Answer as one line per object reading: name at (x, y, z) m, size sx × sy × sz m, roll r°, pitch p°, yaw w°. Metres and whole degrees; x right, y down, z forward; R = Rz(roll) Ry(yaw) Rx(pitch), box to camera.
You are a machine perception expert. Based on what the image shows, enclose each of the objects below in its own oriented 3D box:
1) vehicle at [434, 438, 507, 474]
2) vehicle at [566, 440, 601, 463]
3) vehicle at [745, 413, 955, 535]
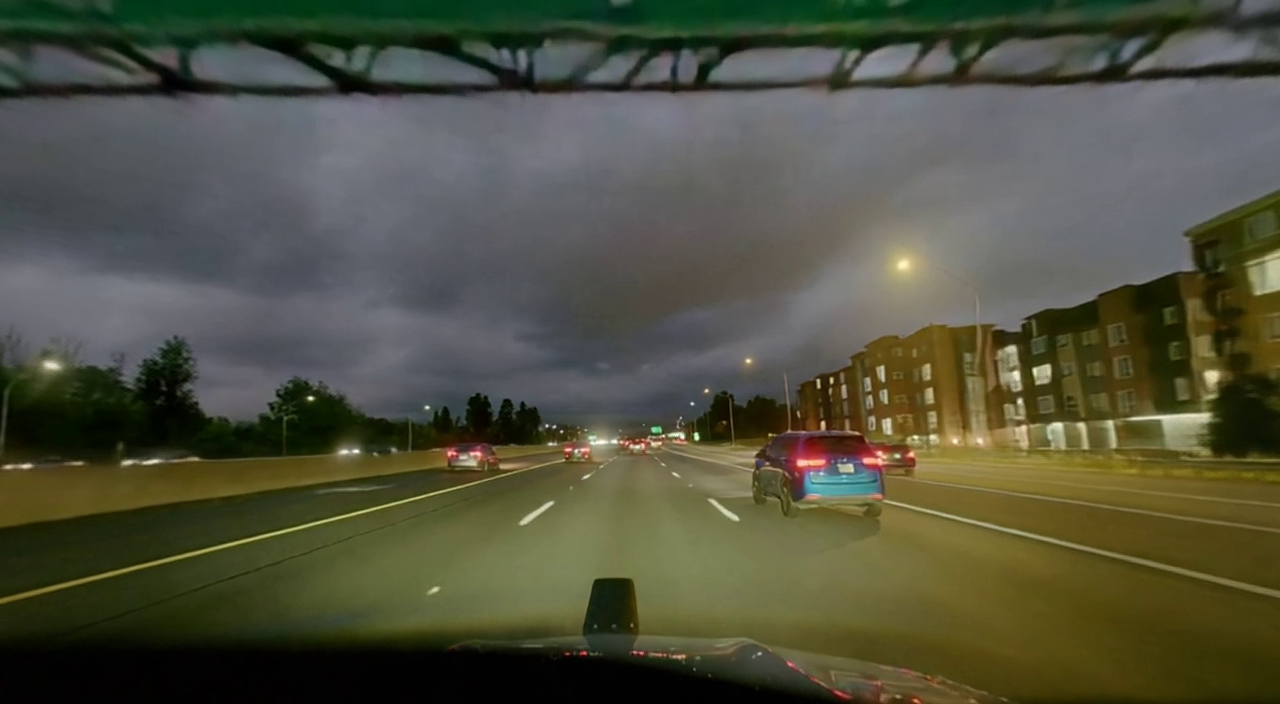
vehicle at (-7.516, 4.657, 28.493) m, size 2.021 × 1.496 × 4.495 m, roll 0°, pitch -8°, yaw 1°
vehicle at (-3.803, 6.789, 43.193) m, size 2.002 × 1.466 × 4.378 m, roll 0°, pitch -8°, yaw -1°
vehicle at (3.300, 2.019, 11.034) m, size 2.080 × 1.694 × 4.286 m, roll 0°, pitch -8°, yaw -1°
